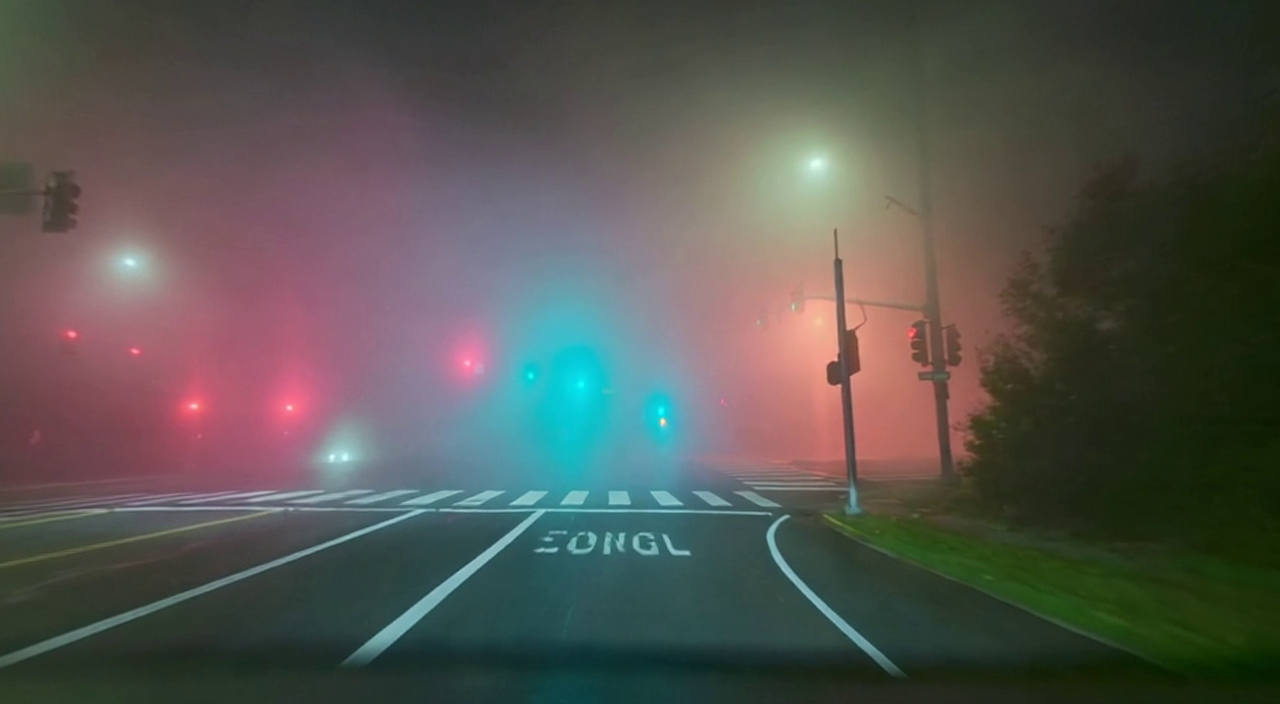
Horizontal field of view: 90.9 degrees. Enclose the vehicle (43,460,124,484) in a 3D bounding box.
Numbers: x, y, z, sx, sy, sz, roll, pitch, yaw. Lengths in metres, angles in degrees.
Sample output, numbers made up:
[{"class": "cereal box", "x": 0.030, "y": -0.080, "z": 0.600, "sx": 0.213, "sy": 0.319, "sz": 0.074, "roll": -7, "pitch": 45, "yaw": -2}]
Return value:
[{"class": "vehicle", "x": -36.860, "y": 7.953, "z": 41.768, "sx": 3.748, "sy": 1.389, "sz": 1.656, "roll": -1, "pitch": -7, "yaw": -1}]
